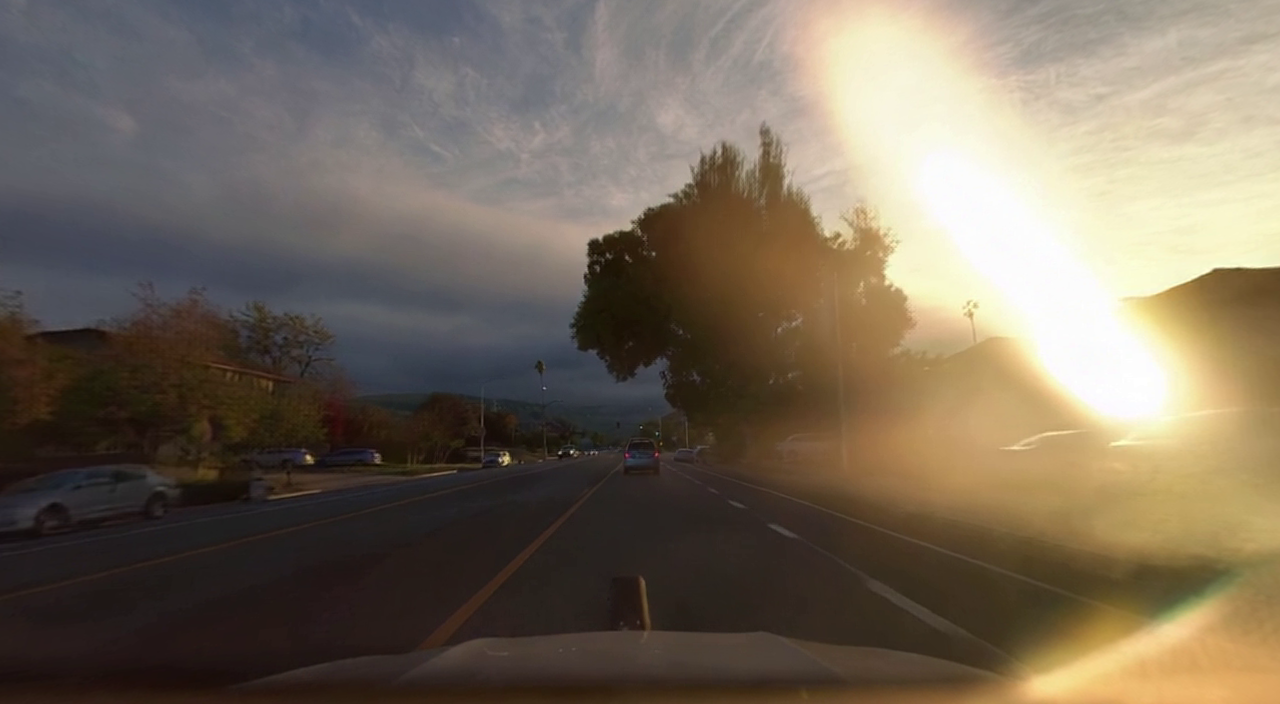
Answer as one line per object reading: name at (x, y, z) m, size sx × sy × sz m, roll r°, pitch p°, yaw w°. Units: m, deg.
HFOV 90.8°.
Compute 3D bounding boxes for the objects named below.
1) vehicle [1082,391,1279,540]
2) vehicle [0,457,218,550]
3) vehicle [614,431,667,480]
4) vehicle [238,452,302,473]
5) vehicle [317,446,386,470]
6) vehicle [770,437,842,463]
vehicle at (11.121, 1.692, 10.281) m, size 6.052 × 2.078 × 2.174 m, roll -3°, pitch -8°, yaw 1°
vehicle at (-12.388, 3.164, 14.040) m, size 2.192 × 1.541 × 5.391 m, roll 0°, pitch -9°, yaw 2°
vehicle at (-0.016, 4.560, 28.004) m, size 2.153 × 1.942 × 4.767 m, roll 0°, pitch -9°, yaw -1°
vehicle at (-26.526, 7.894, 45.357) m, size 3.522 × 1.372 × 1.652 m, roll 0°, pitch -9°, yaw -5°
vehicle at (-20.936, 7.700, 45.926) m, size 4.020 × 1.635 × 1.875 m, roll 0°, pitch -8°, yaw 2°
vehicle at (12.721, 7.517, 48.652) m, size 4.870 × 1.926 × 2.094 m, roll 0°, pitch -8°, yaw -1°
